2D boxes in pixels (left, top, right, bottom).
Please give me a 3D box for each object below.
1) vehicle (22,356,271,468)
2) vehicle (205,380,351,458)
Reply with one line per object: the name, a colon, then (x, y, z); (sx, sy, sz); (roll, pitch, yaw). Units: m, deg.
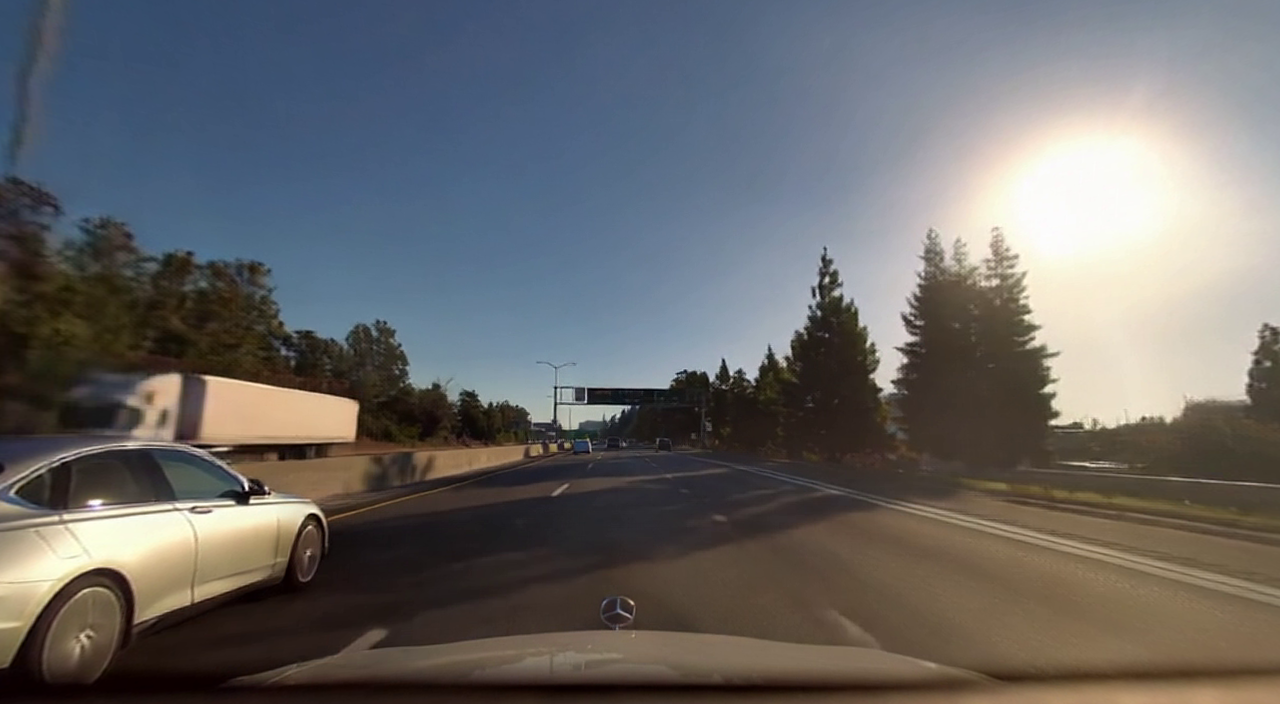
vehicle: (-20.561, 2.843, 27.522); (2.914, 3.993, 9.893); (0, -8, -1)
vehicle: (-20.801, 4.140, 37.193); (2.966, 3.974, 9.687); (0, -8, -1)
